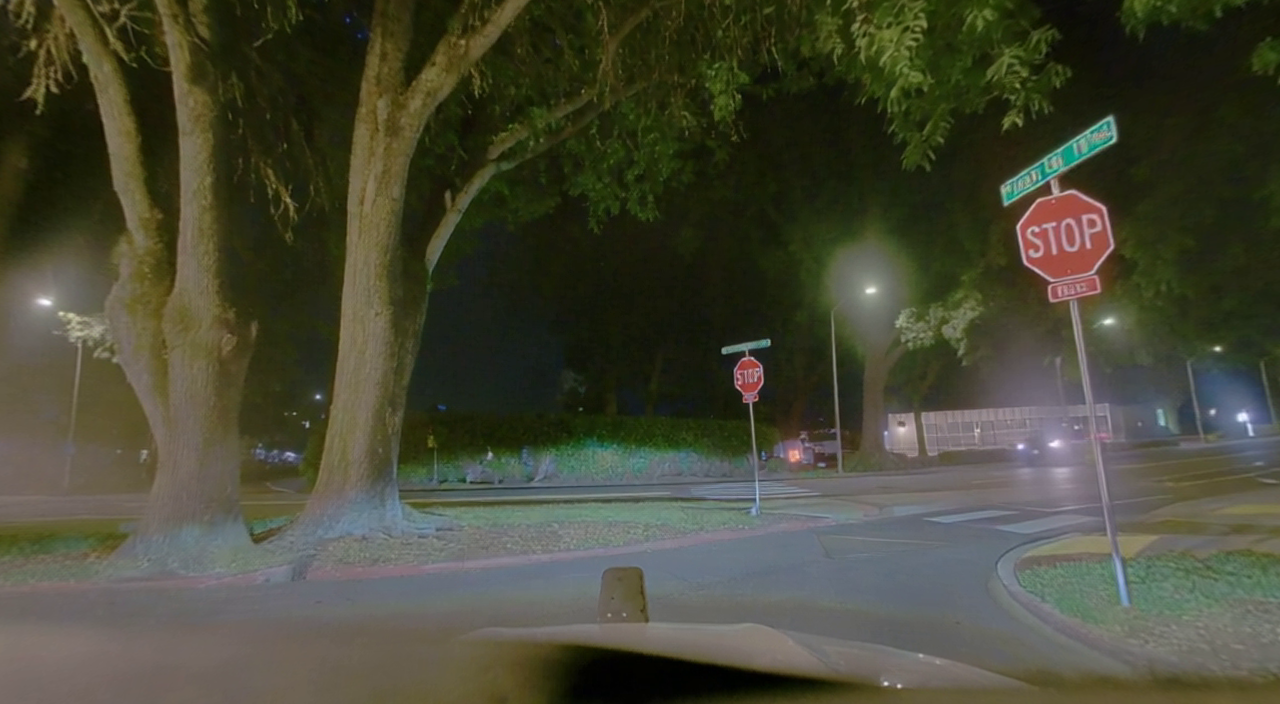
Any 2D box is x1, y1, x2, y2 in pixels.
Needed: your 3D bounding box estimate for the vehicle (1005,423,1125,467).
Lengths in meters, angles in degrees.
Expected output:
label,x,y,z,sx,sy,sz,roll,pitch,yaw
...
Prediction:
label,x,y,z,sx,sy,sz,roll,pitch,yaw
vehicle,15.731,3.427,23.264,4.473,1.474,2.108,6,-10,-35
